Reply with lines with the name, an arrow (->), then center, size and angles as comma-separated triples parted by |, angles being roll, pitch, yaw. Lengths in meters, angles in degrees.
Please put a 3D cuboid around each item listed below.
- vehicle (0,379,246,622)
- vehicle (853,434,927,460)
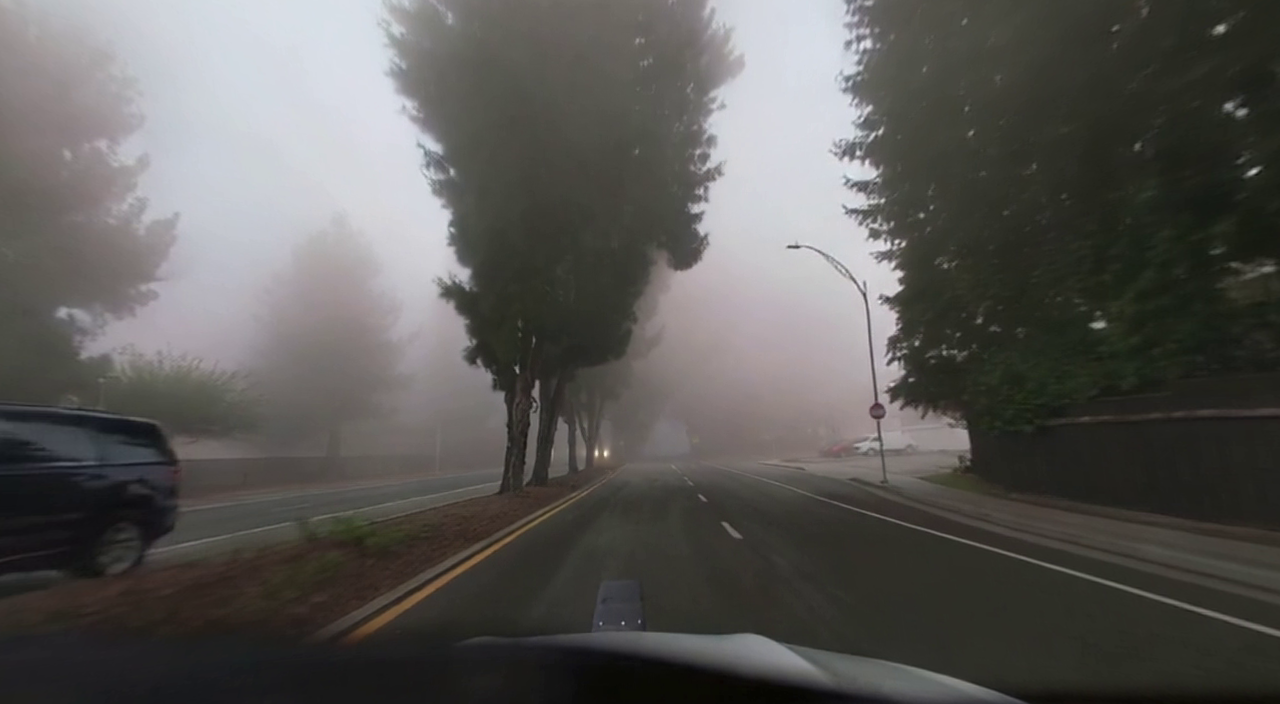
vehicle -> -5.924, 1.178, 5.125 | 2.196, 1.809, 4.857 | 0, -8, 1
vehicle -> 18.599, 7.082, 46.862 | 4.611, 1.920, 2.043 | 0, -8, -2
